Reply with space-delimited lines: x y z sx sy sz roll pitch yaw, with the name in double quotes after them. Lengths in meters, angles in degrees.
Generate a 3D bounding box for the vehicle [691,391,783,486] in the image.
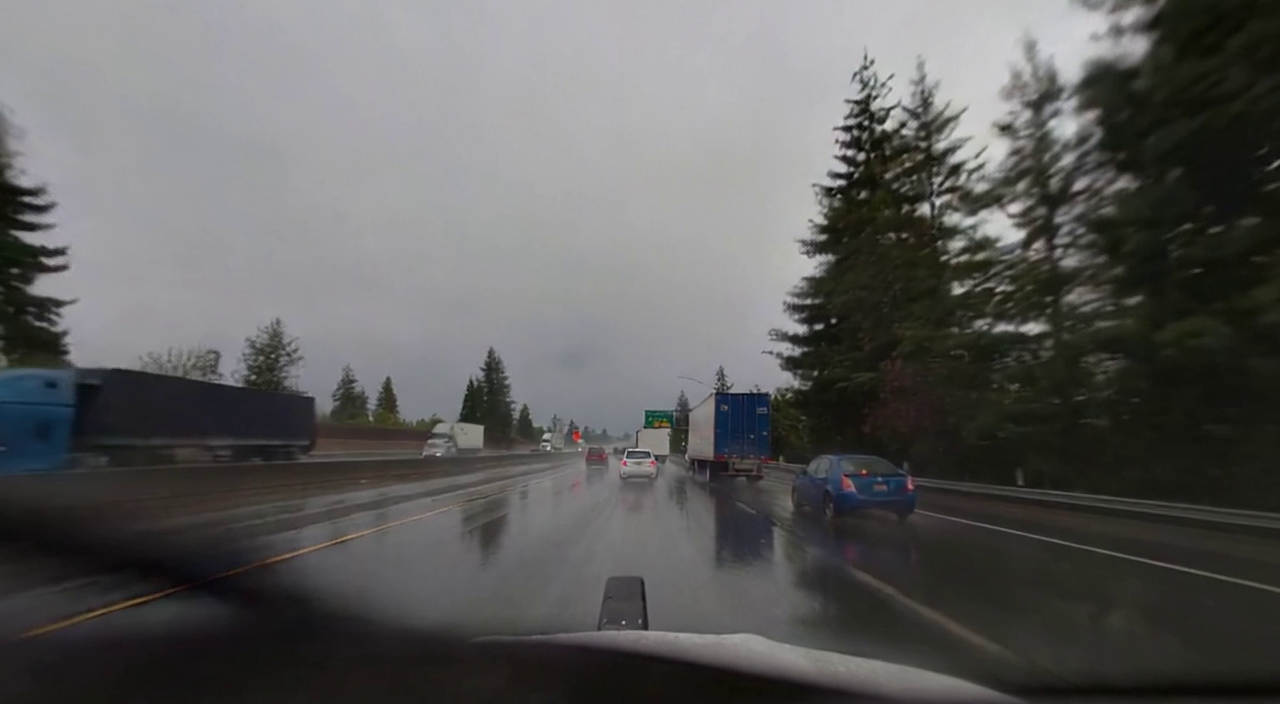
4.699 4.771 33.873 2.877 4.035 13.897 0 -9 1 "vehicle"

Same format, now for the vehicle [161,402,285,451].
-19.975 3.709 30.546 2.268 2.025 5.234 -1 -10 2 "vehicle"

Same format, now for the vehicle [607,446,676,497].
0.046 3.987 21.355 2.089 1.516 4.191 0 -9 0 "vehicle"

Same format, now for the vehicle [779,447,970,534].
4.255 2.581 12.360 2.037 1.377 4.407 0 -9 0 "vehicle"

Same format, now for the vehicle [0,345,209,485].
-19.862 2.347 21.526 2.933 3.979 10.057 0 -9 1 "vehicle"
